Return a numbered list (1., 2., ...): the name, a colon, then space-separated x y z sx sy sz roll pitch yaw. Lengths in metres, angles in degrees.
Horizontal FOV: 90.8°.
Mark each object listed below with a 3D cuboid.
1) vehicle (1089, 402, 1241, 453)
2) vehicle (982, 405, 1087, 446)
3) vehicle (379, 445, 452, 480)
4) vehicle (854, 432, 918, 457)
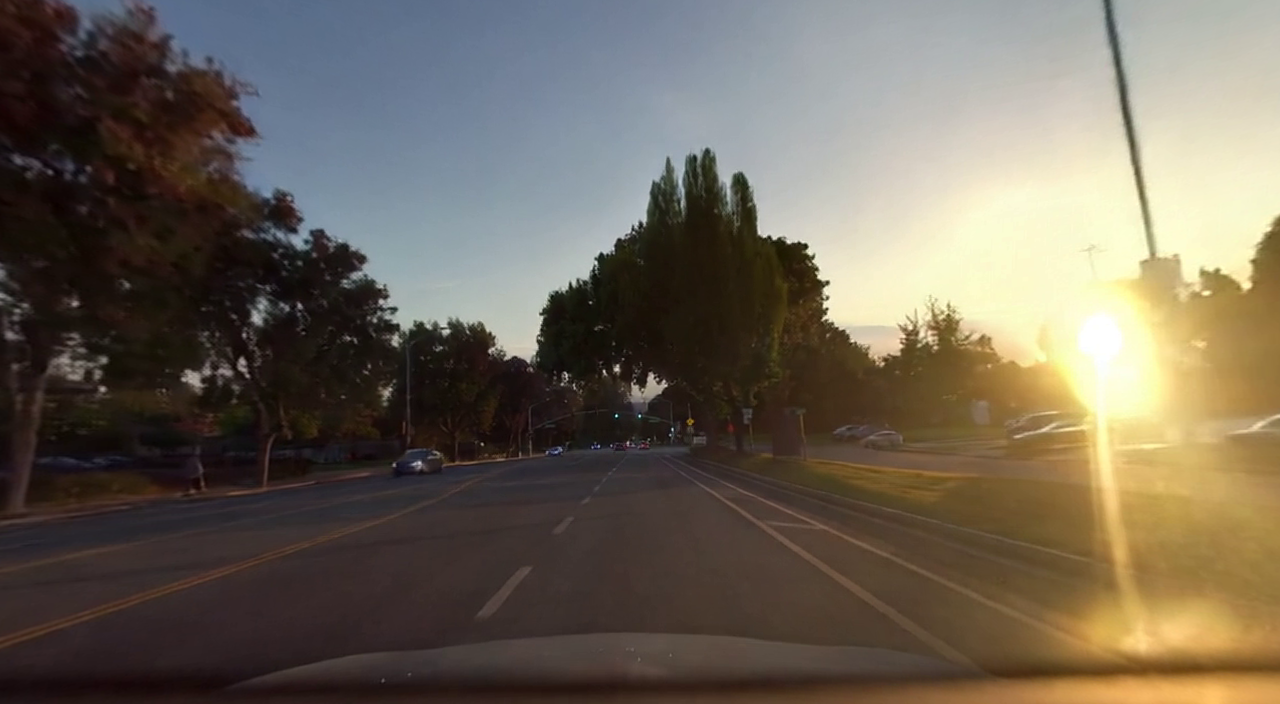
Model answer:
1. vehicle: 22.301 3.242 26.973 4.579 1.710 2.020 -4 -8 -2
2. vehicle: 22.649 4.238 36.359 4.512 1.837 2.059 -6 -8 -2
3. vehicle: -11.451 5.645 32.545 1.999 1.618 4.217 -1 -8 3
4. vehicle: 15.467 5.847 40.016 1.882 1.446 4.741 0 -8 -4
